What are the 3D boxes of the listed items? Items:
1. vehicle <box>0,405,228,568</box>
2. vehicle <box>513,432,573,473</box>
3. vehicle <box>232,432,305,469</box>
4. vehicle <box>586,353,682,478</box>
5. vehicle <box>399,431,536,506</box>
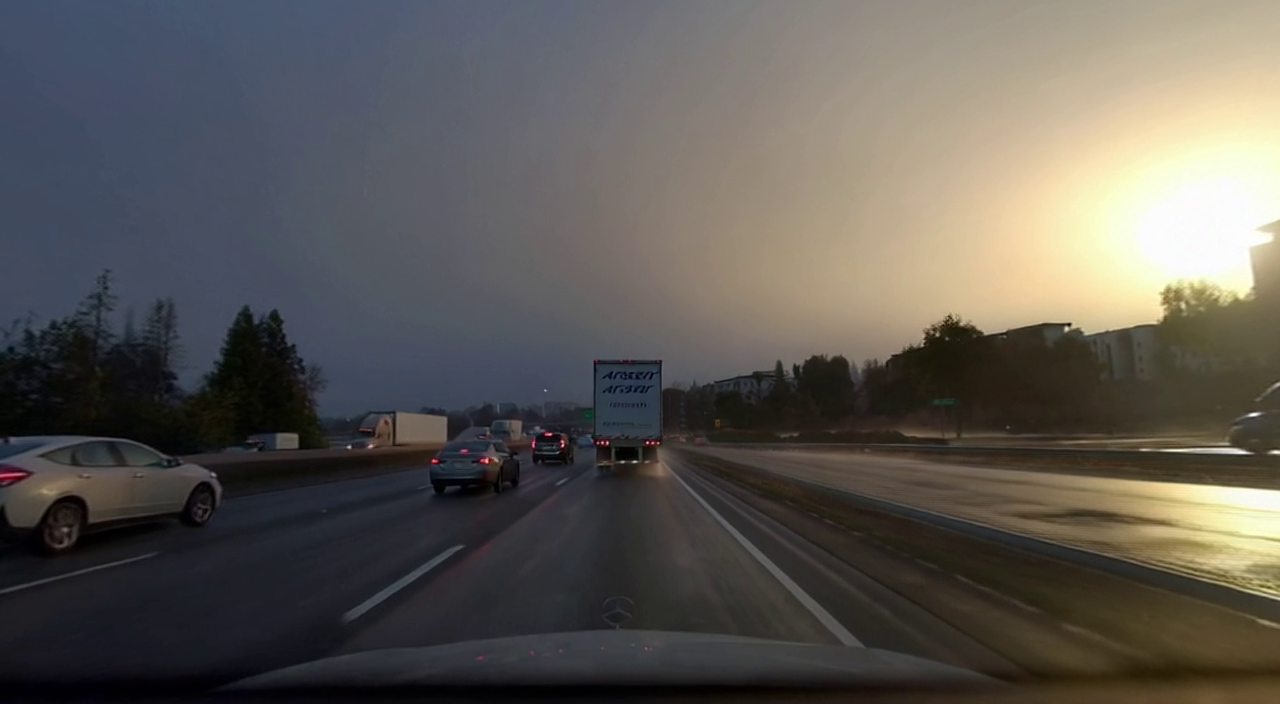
[{"bbox_3d":[-7.759,1.611,8.039,1.998,1.698,4.461,0,-8,-1],"label":"vehicle"},{"bbox_3d":[-4.082,4.276,27.106,1.946,1.599,4.073,0,-8,0],"label":"vehicle"},{"bbox_3d":[-26.494,7.001,45.076,2.113,2.464,4.940,0,-8,1],"label":"vehicle"},{"bbox_3d":[-0.358,2.855,26.619,3.171,4.204,11.036,0,-8,-2],"label":"vehicle"},{"bbox_3d":[-3.873,2.679,15.018,1.964,1.507,4.361,0,-8,1],"label":"vehicle"}]
